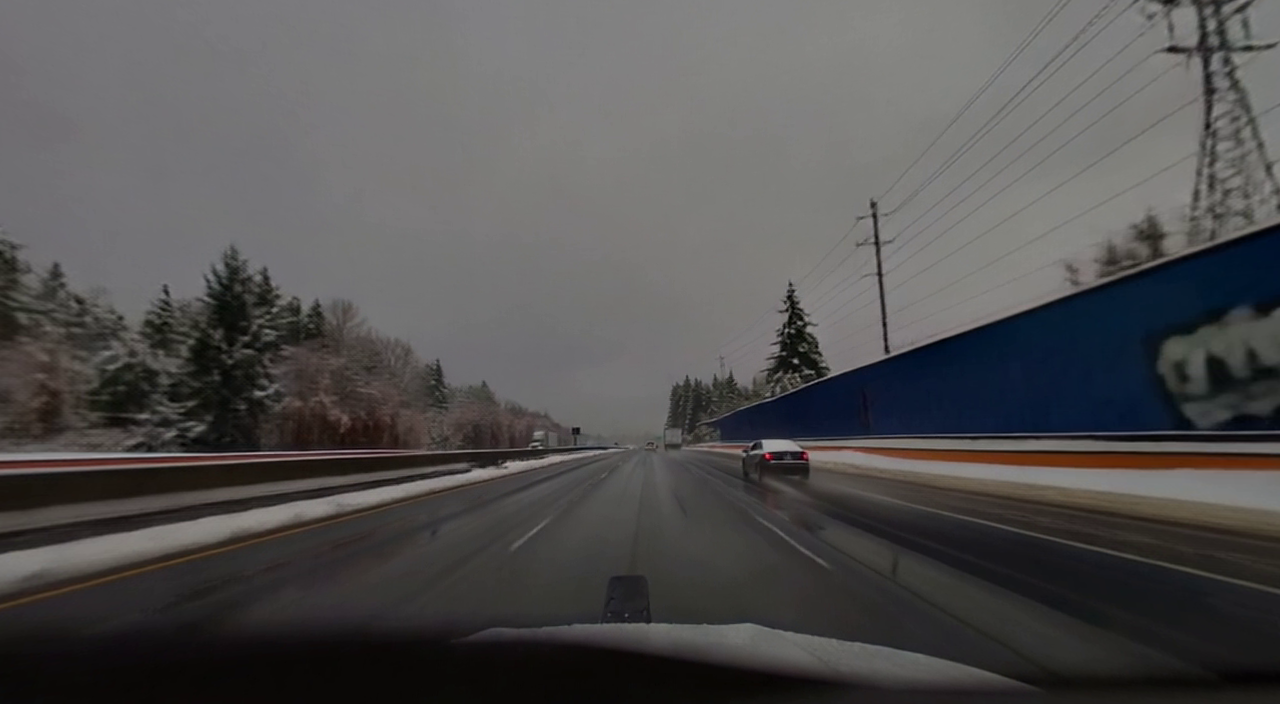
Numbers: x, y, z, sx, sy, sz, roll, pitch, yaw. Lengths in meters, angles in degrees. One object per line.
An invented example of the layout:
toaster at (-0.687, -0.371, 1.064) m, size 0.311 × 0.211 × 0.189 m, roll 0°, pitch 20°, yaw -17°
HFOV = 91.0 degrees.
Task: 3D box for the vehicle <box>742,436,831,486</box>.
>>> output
vehicle at (4.796, 3.609, 21.147) m, size 1.991 × 1.494 × 3.951 m, roll 0°, pitch -8°, yaw -1°
